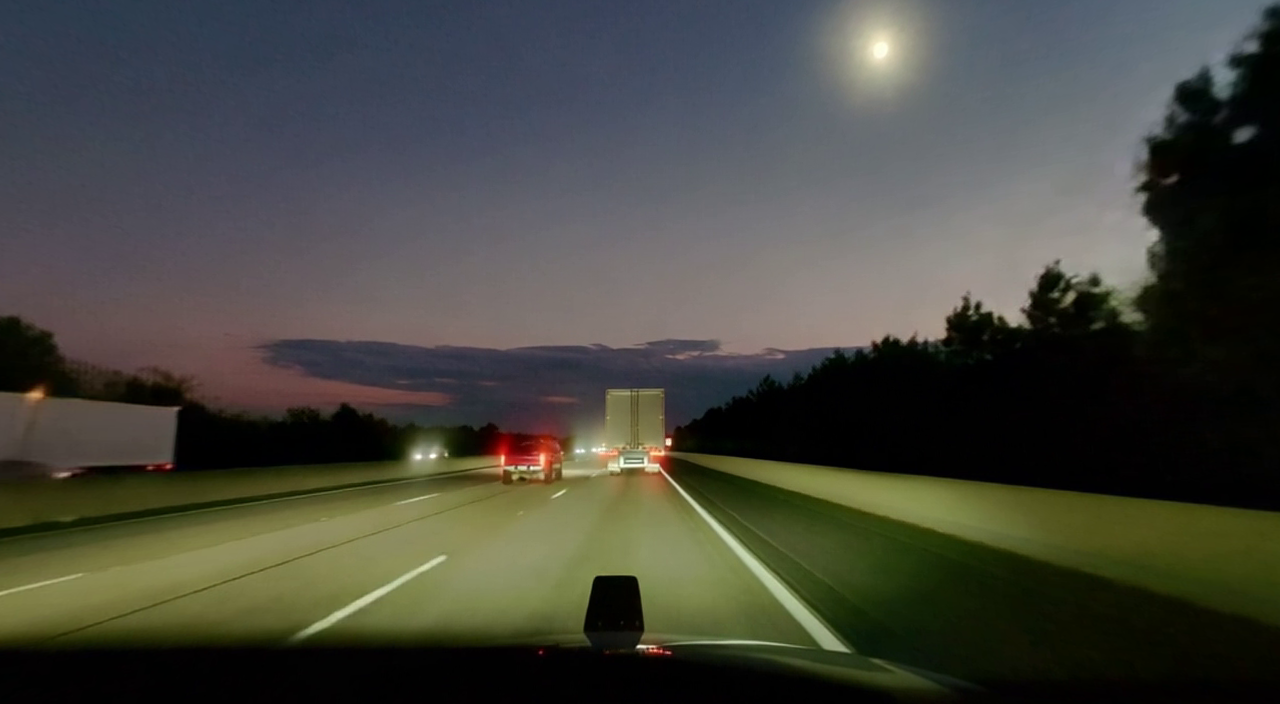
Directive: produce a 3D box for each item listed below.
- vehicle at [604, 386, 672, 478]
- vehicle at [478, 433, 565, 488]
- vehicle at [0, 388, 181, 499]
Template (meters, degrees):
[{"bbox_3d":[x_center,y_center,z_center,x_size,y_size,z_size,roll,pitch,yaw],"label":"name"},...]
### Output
[{"bbox_3d":[-0.094,4.472,34.396,3.052,4.132,11.336,0,-9,0],"label":"vehicle"},{"bbox_3d":[-4.304,4.066,23.835,2.285,1.833,4.984,0,-9,1],"label":"vehicle"},{"bbox_3d":[-26.039,3.661,25.144,2.926,4.189,16.364,0,-9,1],"label":"vehicle"}]
